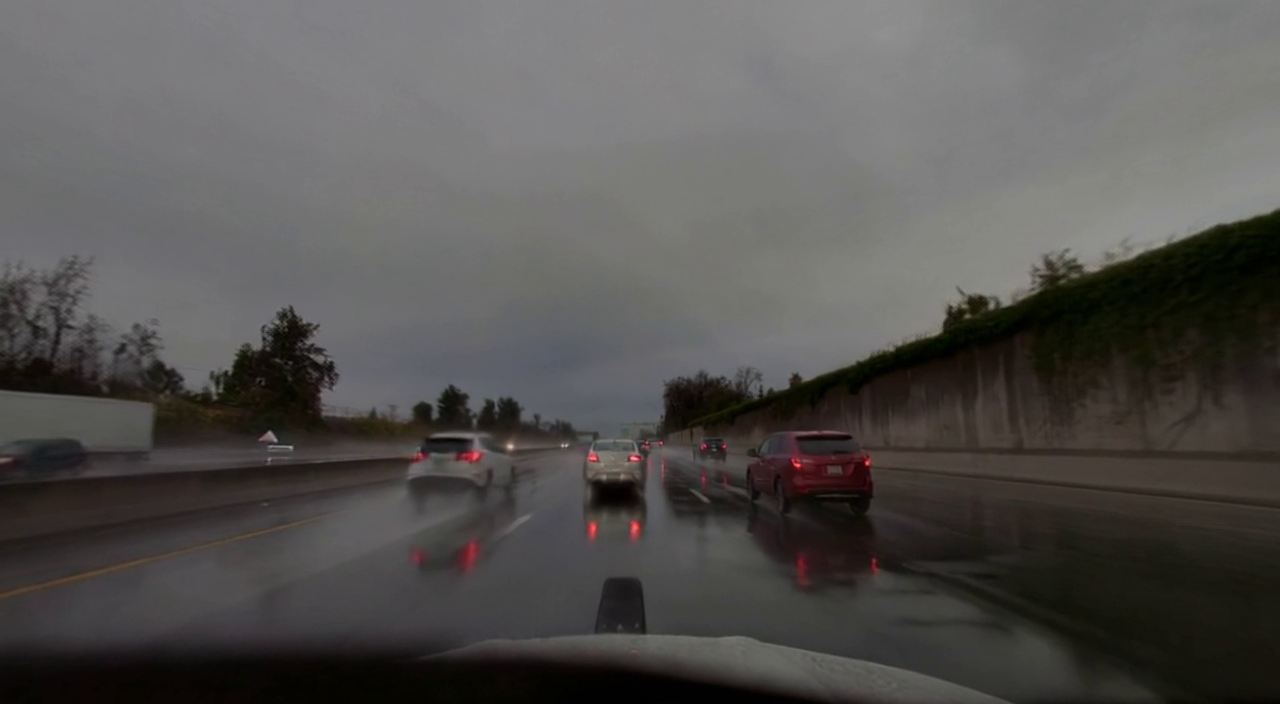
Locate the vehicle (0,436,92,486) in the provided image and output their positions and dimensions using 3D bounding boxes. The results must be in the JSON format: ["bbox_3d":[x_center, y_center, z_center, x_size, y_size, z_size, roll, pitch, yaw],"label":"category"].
[{"bbox_3d":[-22.031,3.799,22.211,1.839,1.607,4.151,0,-8,-2],"label":"vehicle"}]

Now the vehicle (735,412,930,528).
[{"bbox_3d":[3.396,2.203,12.357,2.162,1.800,4.693,0,-8,-2],"label":"vehicle"}]

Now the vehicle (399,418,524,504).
[{"bbox_3d":[-4.536,2.842,16.925,1.983,1.948,4.822,0,-8,-1],"label":"vehicle"}]

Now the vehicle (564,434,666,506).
[{"bbox_3d":[-0.577,2.732,15.084,2.098,1.475,3.997,0,-8,-2],"label":"vehicle"}]

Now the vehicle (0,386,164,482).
[{"bbox_3d":[-26.744,3.541,26.929,2.809,3.756,13.707,0,-8,-3],"label":"vehicle"}]
